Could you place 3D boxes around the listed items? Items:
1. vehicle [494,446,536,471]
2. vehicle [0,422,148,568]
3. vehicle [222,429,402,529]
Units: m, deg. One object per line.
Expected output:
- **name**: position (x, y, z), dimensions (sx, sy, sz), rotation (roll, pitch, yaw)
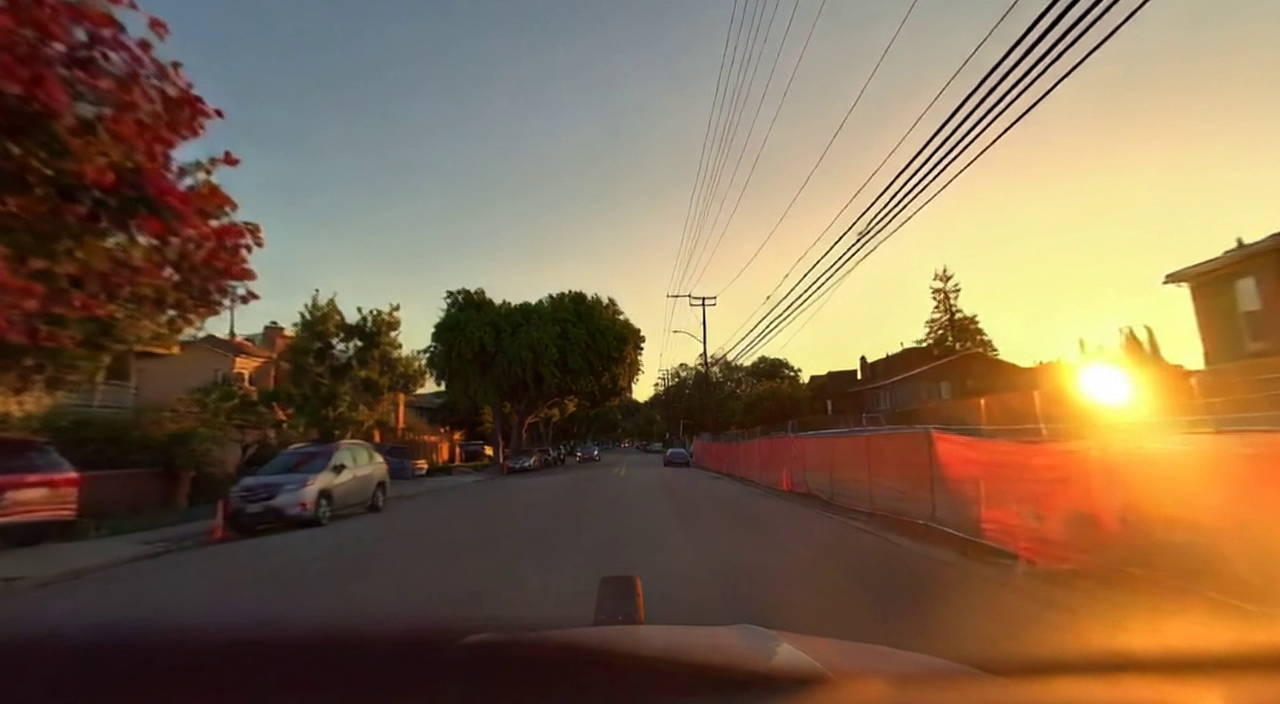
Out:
- **vehicle**: position (-8.271, 7.075, 42.238), dimensions (2.041, 1.480, 4.474), rotation (-2, -9, -2)
- **vehicle**: position (-10.506, 1.997, 9.188), dimensions (4.872, 1.844, 2.095), rotation (0, -8, 0)
- **vehicle**: position (-6.884, 2.698, 13.847), dimensions (1.932, 1.743, 4.079), rotation (-2, -9, -3)
